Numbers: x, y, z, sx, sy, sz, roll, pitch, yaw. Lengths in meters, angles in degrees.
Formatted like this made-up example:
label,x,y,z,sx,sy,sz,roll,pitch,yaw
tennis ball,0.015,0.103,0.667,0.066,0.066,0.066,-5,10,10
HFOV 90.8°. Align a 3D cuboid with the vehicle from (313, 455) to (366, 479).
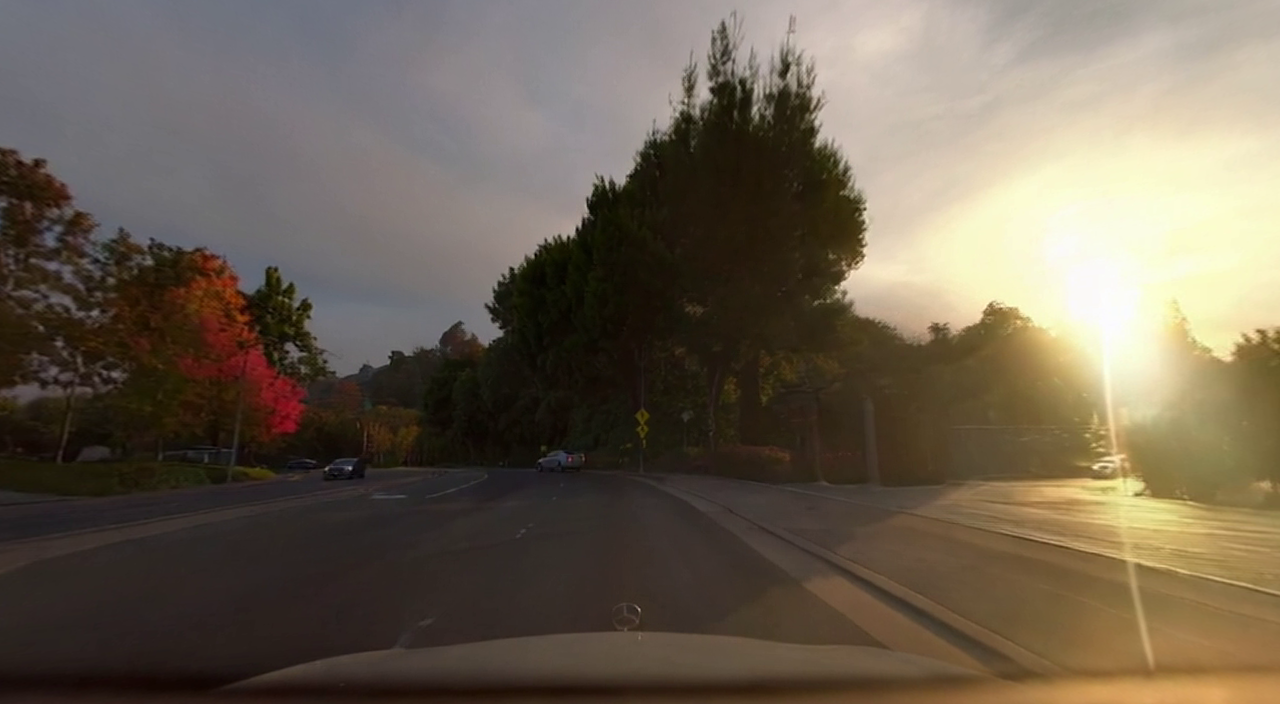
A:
label,x,y,z,sx,sy,sz,roll,pitch,yaw
vehicle,-20.442,7.831,43.206,1.942,1.470,4.566,1,-9,-8
